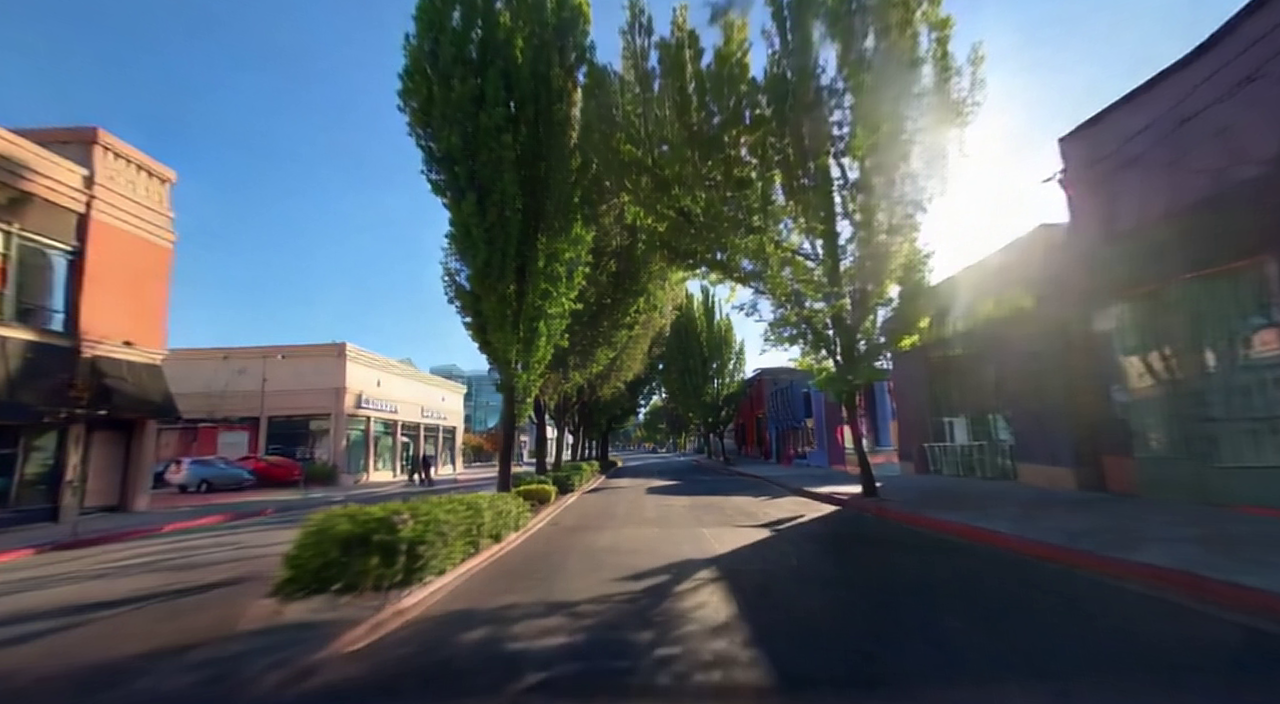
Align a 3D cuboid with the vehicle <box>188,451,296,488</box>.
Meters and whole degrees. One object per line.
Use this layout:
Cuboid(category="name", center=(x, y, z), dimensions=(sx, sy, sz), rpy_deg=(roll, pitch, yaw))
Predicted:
Cuboid(category="vehicle", center=(-18.157, 5.350, 29.117), dimensions=(1.837, 1.471, 4.756), rpy_deg=(0, -8, 1))
